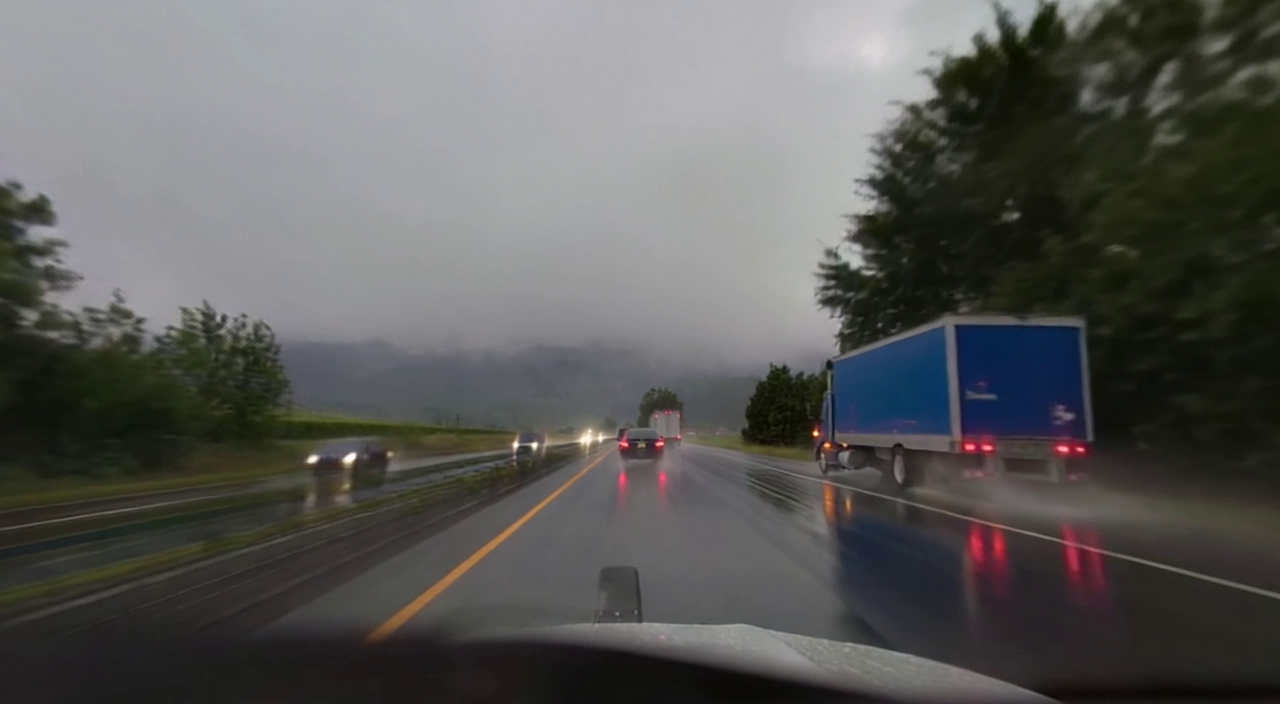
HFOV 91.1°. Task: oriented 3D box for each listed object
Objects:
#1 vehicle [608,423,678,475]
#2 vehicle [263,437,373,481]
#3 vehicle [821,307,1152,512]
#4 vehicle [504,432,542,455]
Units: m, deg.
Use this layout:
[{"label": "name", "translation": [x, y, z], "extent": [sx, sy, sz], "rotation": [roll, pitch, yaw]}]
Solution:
[{"label": "vehicle", "translation": [0.064, 3.362, 22.012], "extent": [2.216, 1.623, 4.220], "rotation": [0, -8, -1]}, {"label": "vehicle", "translation": [-12.305, 4.081, 24.416], "extent": [1.916, 1.522, 4.426], "rotation": [0, -8, 0]}, {"label": "vehicle", "translation": [7.391, 1.582, 15.638], "extent": [3.010, 3.638, 8.978], "rotation": [0, -8, 0]}, {"label": "vehicle", "translation": [-8.000, 6.304, 43.329], "extent": [1.869, 1.521, 4.034], "rotation": [0, -8, 0]}]
